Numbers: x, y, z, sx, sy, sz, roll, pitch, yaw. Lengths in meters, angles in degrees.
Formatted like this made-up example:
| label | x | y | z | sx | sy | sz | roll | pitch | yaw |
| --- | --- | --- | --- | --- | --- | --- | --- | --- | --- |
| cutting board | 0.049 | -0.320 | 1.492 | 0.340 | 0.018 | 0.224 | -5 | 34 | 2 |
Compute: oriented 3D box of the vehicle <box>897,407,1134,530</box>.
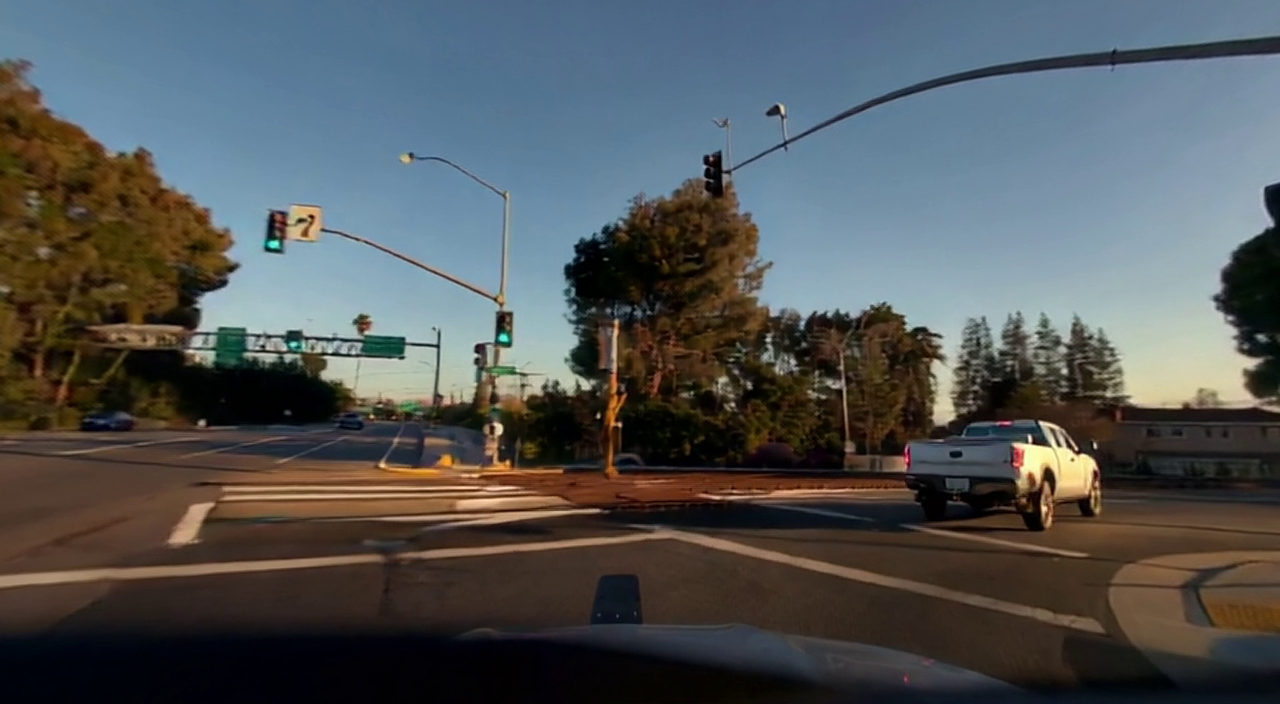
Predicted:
| label | x | y | z | sx | sy | sz | roll | pitch | yaw |
| --- | --- | --- | --- | --- | --- | --- | --- | --- | --- |
| vehicle | 7.612 | 2.190 | 12.588 | 5.251 | 1.926 | 2.404 | 7 | -10 | -41 |

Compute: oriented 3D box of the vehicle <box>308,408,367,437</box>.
| label | x | y | z | sx | sy | sz | roll | pitch | yaw |
| --- | --- | --- | --- | --- | --- | --- | --- | --- | --- |
| vehicle | -16.712 | 3.994 | 35.172 | 2.004 | 1.482 | 4.799 | 2 | -8 | -14 |

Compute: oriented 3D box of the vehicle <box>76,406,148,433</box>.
| label | x | y | z | sx | sy | sz | roll | pitch | yaw |
| --- | --- | --- | --- | --- | --- | --- | --- | --- | --- |
| vehicle | -30.299 | 3.943 | 36.390 | 1.838 | 1.434 | 4.036 | 3 | -8 | -20 |
